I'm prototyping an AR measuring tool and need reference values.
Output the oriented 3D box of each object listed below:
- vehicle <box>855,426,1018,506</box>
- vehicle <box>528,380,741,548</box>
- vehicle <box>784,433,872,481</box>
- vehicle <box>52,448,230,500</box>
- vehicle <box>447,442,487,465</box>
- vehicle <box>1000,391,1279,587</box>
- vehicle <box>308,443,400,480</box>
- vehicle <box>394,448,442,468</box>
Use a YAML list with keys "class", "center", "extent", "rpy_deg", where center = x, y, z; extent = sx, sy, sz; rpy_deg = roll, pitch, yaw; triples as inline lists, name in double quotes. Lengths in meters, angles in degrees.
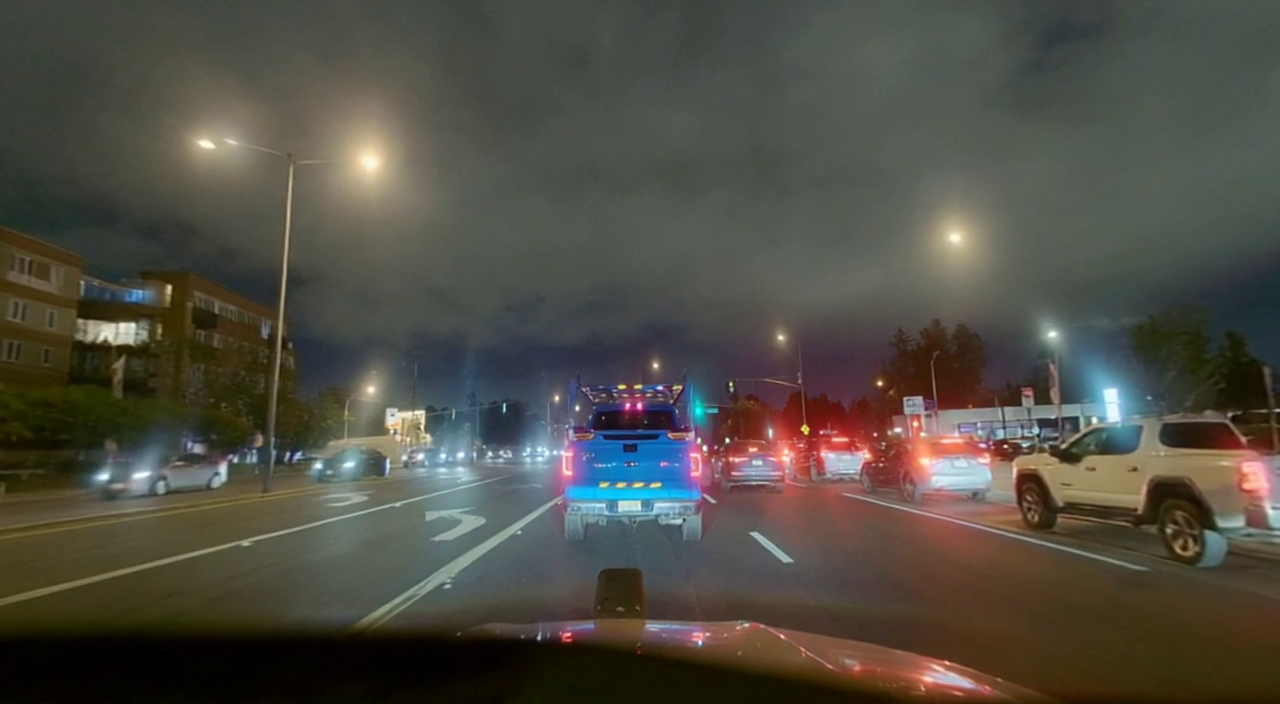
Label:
- class: "vehicle"
  center: [7.074, 2.757, 15.682]
  extent: [1.931, 1.692, 4.267]
  rpy_deg: [0, -9, 0]
- class: "vehicle"
  center: [-0.112, 1.838, 10.925]
  extent: [2.682, 2.117, 5.706]
  rpy_deg: [0, -9, -1]
- class: "vehicle"
  center: [7.073, 4.010, 24.307]
  extent: [1.953, 1.665, 4.327]
  rpy_deg: [0, -9, -2]
- class: "vehicle"
  center: [-16.062, 3.899, 20.757]
  extent: [1.910, 1.485, 4.802]
  rpy_deg: [0, -9, 0]
- class: "vehicle"
  center: [-12.143, 7.140, 44.574]
  extent: [1.781, 1.558, 3.688]
  rpy_deg: [0, -9, 0]
- class: "vehicle"
  center: [6.833, 1.557, 7.811]
  extent: [2.023, 1.771, 4.488]
  rpy_deg: [0, -9, -1]
- class: "vehicle"
  center: [-12.271, 4.724, 27.465]
  extent: [1.906, 1.461, 4.333]
  rpy_deg: [0, -9, 1]
- class: "vehicle"
  center: [-15.701, 7.494, 44.918]
  extent: [1.854, 1.364, 4.357]
  rpy_deg: [0, -9, 0]
